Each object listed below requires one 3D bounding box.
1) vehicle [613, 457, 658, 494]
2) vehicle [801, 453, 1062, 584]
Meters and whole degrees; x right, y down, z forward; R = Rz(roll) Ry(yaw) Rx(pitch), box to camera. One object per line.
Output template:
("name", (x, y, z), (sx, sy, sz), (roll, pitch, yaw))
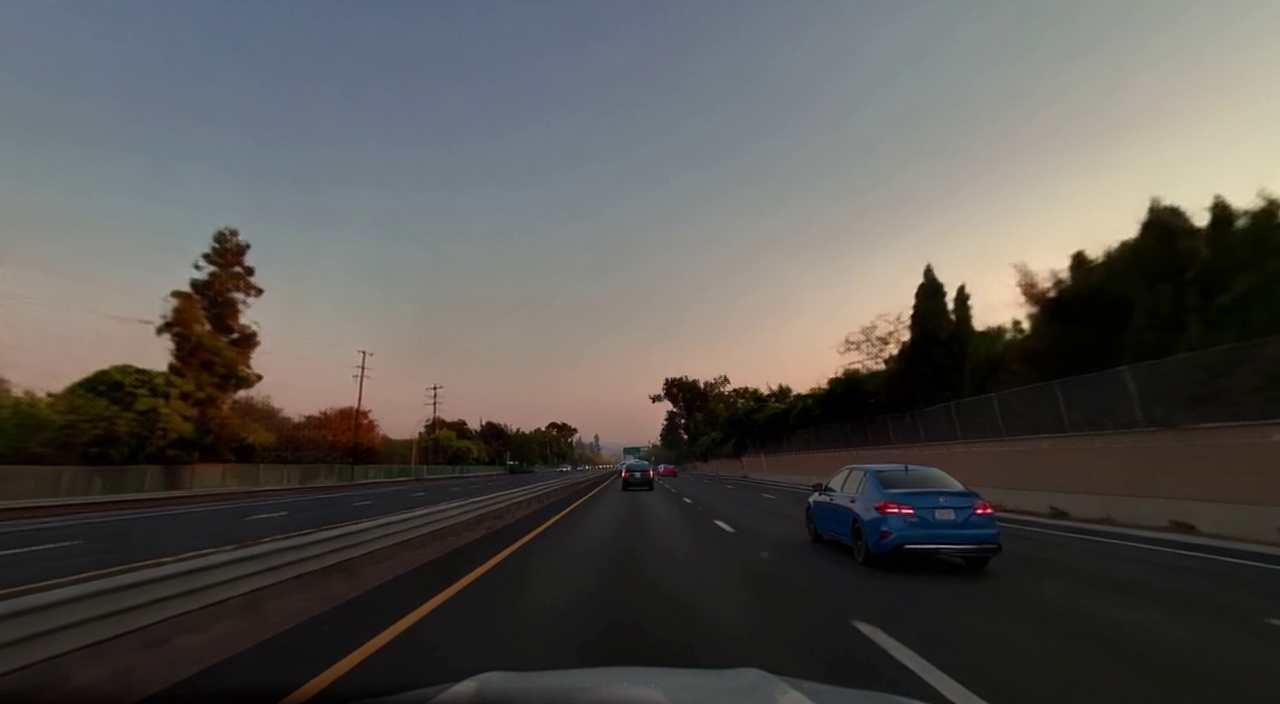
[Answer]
("vehicle", (-0.243, 6.015, 30.813), (2.037, 1.605, 3.833), (1, -11, 0))
("vehicle", (3.952, 2.344, 9.487), (1.938, 1.494, 4.032), (1, -11, -1))
